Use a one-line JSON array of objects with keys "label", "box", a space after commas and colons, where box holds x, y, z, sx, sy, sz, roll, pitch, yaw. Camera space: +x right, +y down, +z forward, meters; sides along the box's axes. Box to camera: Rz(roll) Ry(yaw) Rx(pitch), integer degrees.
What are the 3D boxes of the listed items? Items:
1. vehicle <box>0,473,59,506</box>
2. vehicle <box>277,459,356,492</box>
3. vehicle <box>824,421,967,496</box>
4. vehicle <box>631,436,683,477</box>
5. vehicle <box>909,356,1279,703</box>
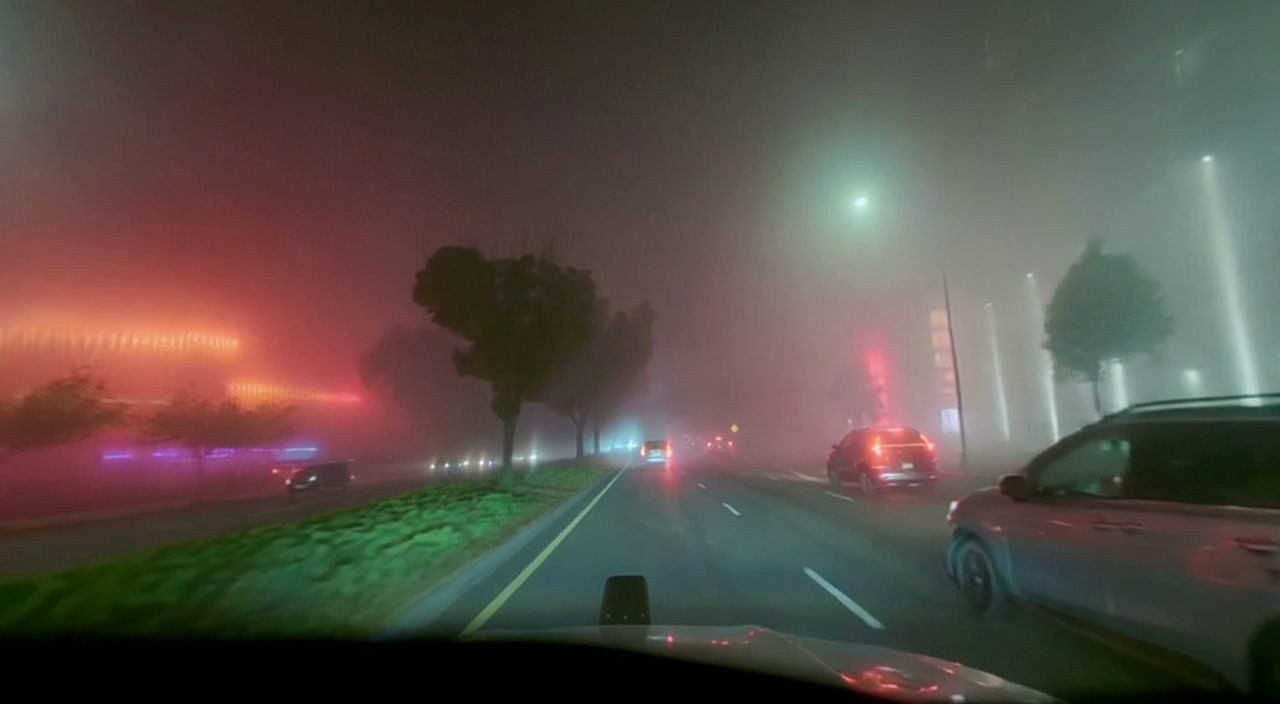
[{"label": "vehicle", "box": [-38.408, 8.471, 38.240, 4.432, 1.505, 1.984, -9, -8, 1]}, {"label": "vehicle", "box": [-18.202, 6.959, 35.724, 1.947, 1.609, 4.589, 0, -8, 1]}, {"label": "vehicle", "box": [6.840, 2.902, 17.560, 1.963, 1.783, 4.722, 0, -8, 0]}, {"label": "vehicle", "box": [0.711, 4.598, 28.051, 2.125, 1.669, 3.880, 0, -8, 0]}, {"label": "vehicle", "box": [3.208, 0.902, 2.796, 1.931, 1.591, 4.708, 0, -8, 0]}]
